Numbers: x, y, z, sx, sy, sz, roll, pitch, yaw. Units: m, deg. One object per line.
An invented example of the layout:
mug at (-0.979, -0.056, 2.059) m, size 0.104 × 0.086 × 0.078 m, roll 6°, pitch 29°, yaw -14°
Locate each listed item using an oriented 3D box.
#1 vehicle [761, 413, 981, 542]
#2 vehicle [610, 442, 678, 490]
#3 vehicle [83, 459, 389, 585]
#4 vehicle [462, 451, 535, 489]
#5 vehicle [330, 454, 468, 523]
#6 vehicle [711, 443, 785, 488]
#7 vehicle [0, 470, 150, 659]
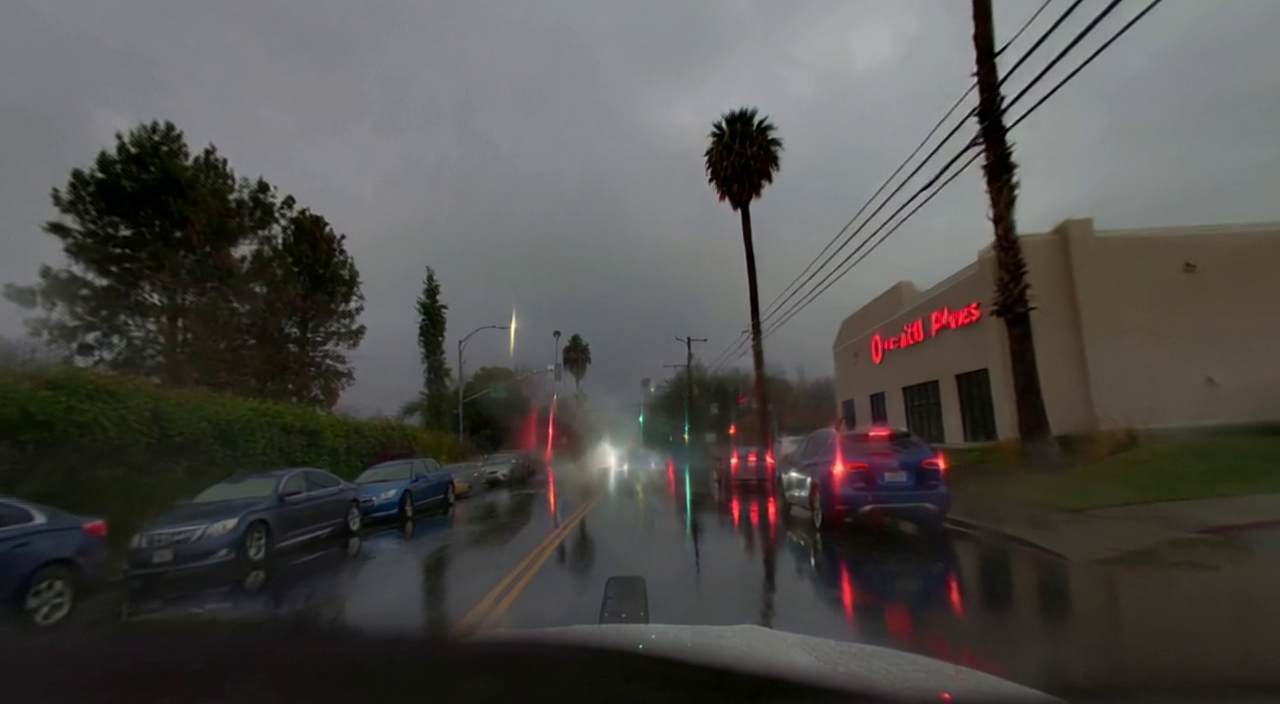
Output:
vehicle at (3.737, 2.144, 11.489) m, size 2.099 × 1.786 × 5.198 m, roll 0°, pitch -8°, yaw 1°
vehicle at (0.102, 3.793, 21.372) m, size 2.060 × 1.452 × 4.078 m, roll 0°, pitch -8°, yaw 0°
vehicle at (-6.110, 2.572, 10.431) m, size 1.874 × 1.472 × 4.668 m, roll 0°, pitch -8°, yaw 1°
vehicle at (-6.150, 5.177, 28.051) m, size 2.105 × 1.469 × 4.693 m, roll 0°, pitch -8°, yaw 1°
vehicle at (-6.105, 3.479, 16.635) m, size 1.850 × 1.482 × 4.454 m, roll 0°, pitch -8°, yaw 1°
vehicle at (3.715, 3.968, 22.508) m, size 1.821 × 1.417 × 4.454 m, roll 0°, pitch -8°, yaw 0°
vehicle at (-6.232, 1.685, 4.517) m, size 1.810 × 1.489 × 4.336 m, roll -1°, pitch -8°, yaw 3°
